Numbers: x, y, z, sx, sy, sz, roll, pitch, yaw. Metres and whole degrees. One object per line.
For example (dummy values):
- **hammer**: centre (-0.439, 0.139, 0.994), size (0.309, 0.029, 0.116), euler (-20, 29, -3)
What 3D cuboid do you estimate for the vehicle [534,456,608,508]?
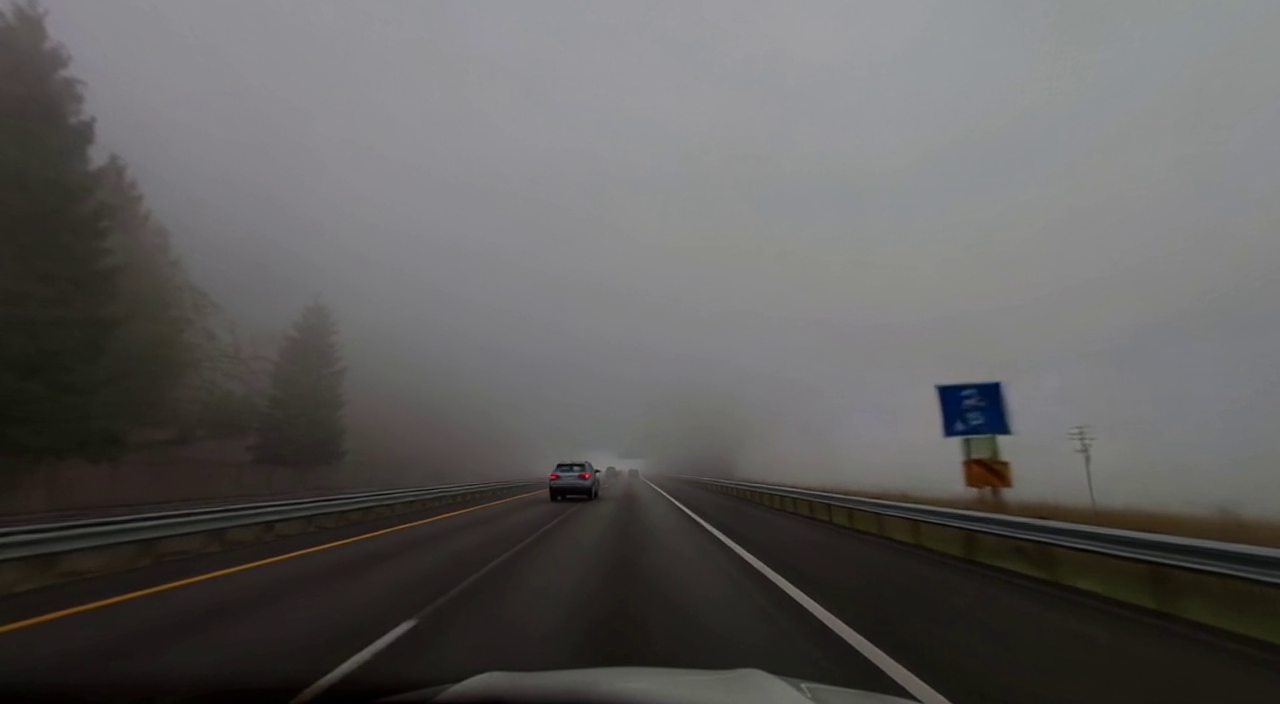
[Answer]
- **vehicle**: centre (-2.403, 4.766, 23.276), size (2.107, 1.668, 4.554), euler (0, -11, 1)
